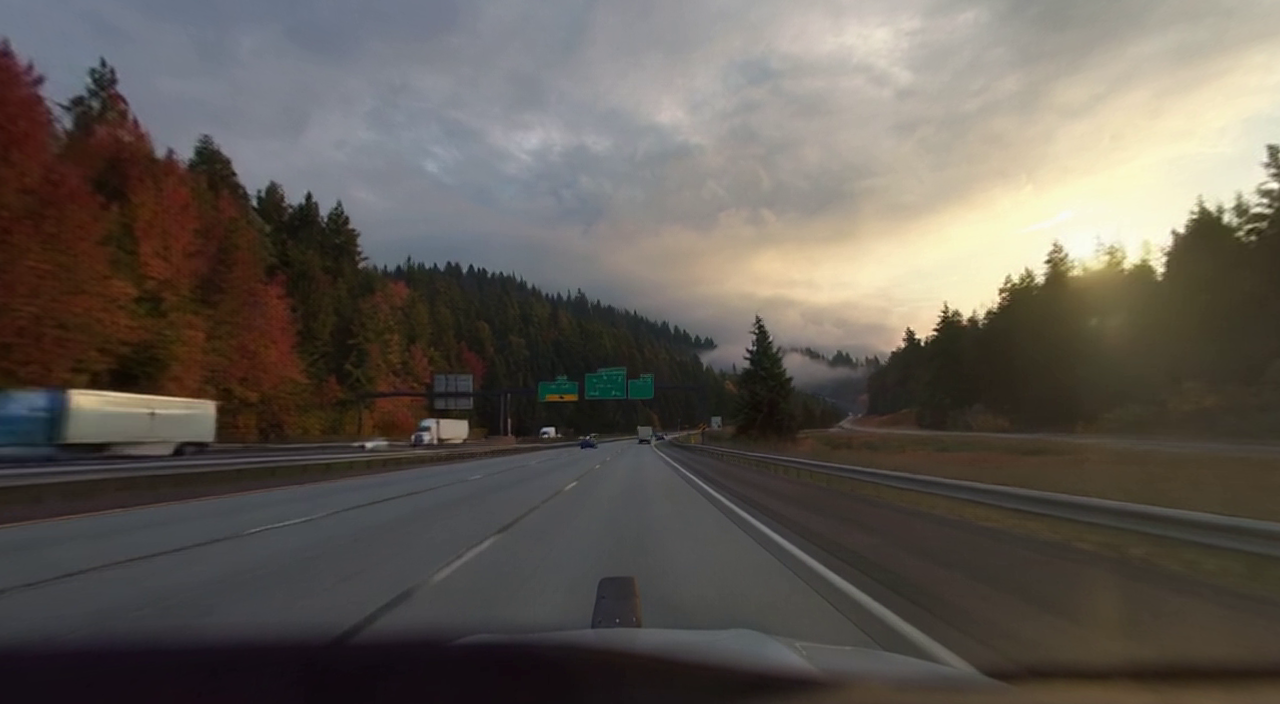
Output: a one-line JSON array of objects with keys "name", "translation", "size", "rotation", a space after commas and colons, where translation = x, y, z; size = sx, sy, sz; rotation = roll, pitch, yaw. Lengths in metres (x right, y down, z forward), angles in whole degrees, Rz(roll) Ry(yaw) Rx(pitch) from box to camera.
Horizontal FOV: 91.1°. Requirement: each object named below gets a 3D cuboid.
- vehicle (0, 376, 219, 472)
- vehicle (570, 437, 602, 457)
[{"name": "vehicle", "translation": [-29.003, 4.025, 33.844], "size": [2.913, 4.084, 14.009], "rotation": [0, -8, 0]}, {"name": "vehicle", "translation": [-4.200, 7.461, 49.460], "size": [2.004, 1.497, 4.260], "rotation": [0, -8, 1]}]
